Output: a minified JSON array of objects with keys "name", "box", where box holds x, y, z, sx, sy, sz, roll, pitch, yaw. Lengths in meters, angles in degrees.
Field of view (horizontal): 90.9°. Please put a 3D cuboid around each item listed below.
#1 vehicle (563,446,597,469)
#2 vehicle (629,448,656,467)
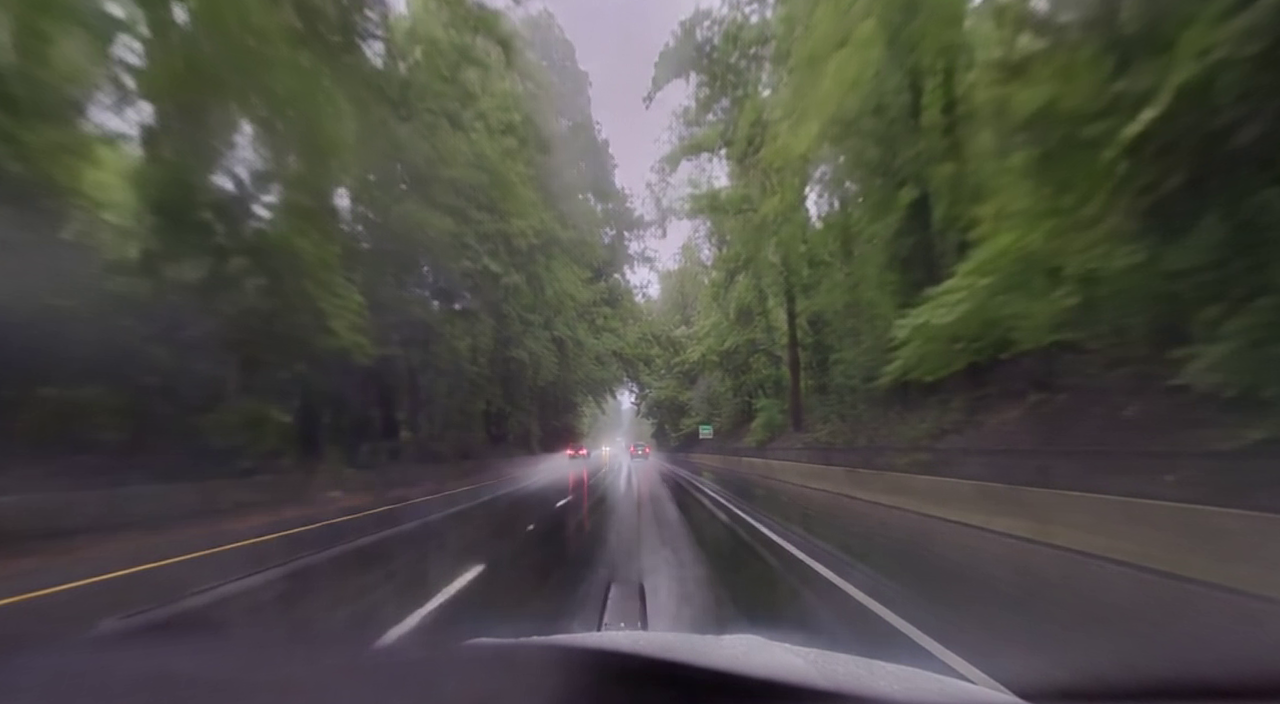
[{"name":"vehicle","box":[-4.229,7.531,45.087,2.112,1.498,4.117,0,-9,0]},{"name":"vehicle","box":[0.198,8.176,49.087,1.989,1.402,3.831,0,-9,0]}]
